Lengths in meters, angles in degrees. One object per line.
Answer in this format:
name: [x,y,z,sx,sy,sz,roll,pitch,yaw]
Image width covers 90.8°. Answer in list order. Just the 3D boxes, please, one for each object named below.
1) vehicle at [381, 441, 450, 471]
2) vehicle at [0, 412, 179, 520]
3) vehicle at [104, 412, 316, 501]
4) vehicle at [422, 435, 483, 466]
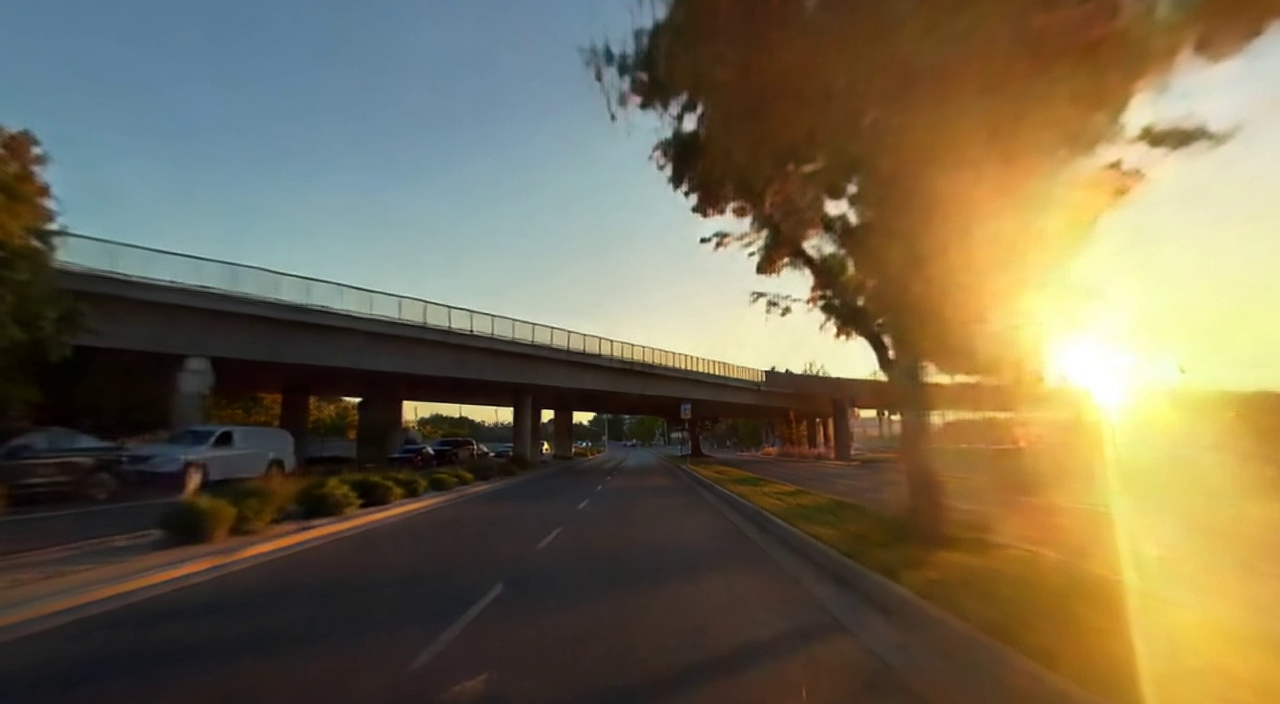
vehicle: [-13.001,6.029,36.930,2.156,1.489,4.758,4,-8,2]
vehicle: [-13.232,2.435,13.968,2.136,2.016,5.354,2,-9,-3]
vehicle: [-13.345,3.292,20.400,2.307,2.349,6.335,1,-8,0]
vehicle: [-12.603,6.644,42.895,2.064,1.809,5.545,4,-8,3]
